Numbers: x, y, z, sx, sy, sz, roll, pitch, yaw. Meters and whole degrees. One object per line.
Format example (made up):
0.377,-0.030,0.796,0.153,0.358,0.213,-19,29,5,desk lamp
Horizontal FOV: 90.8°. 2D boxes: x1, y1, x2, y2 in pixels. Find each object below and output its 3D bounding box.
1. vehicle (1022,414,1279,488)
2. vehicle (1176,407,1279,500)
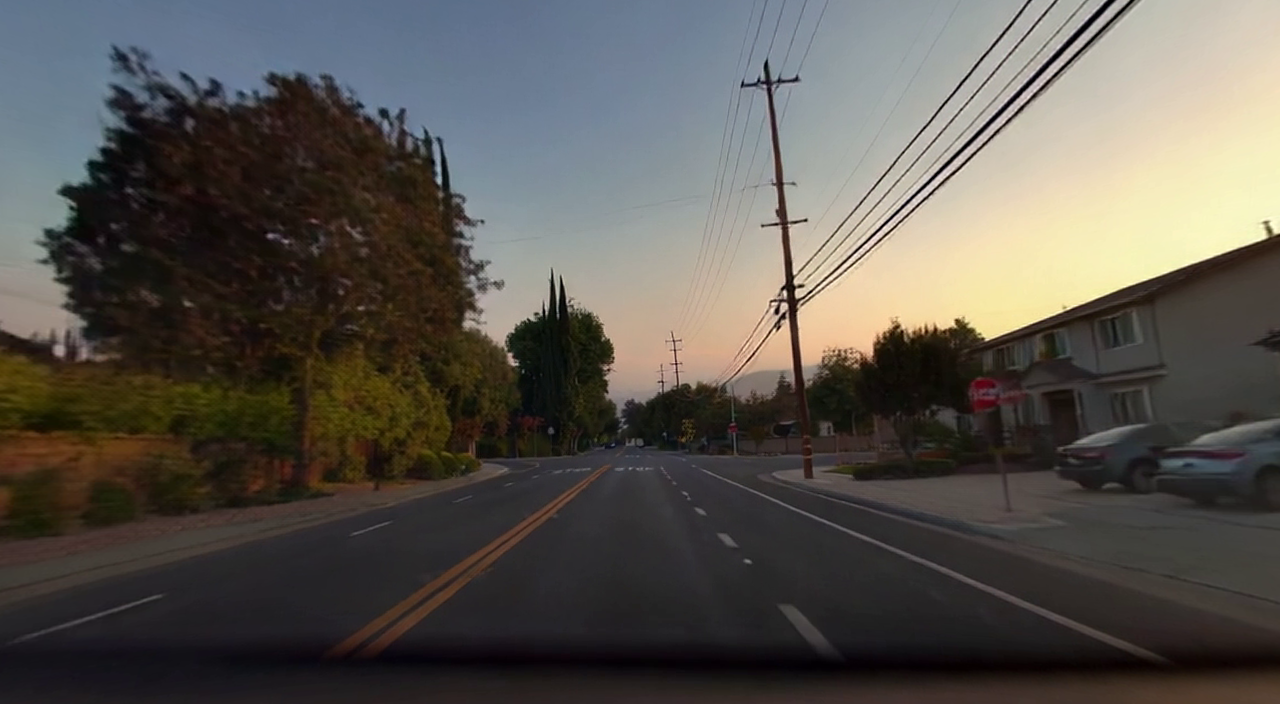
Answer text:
12.058,2.328,15.055,4.643,1.613,1.982,0,-8,-4,vehicle
12.684,1.772,11.150,4.650,1.484,1.929,0,-8,-1,vehicle
